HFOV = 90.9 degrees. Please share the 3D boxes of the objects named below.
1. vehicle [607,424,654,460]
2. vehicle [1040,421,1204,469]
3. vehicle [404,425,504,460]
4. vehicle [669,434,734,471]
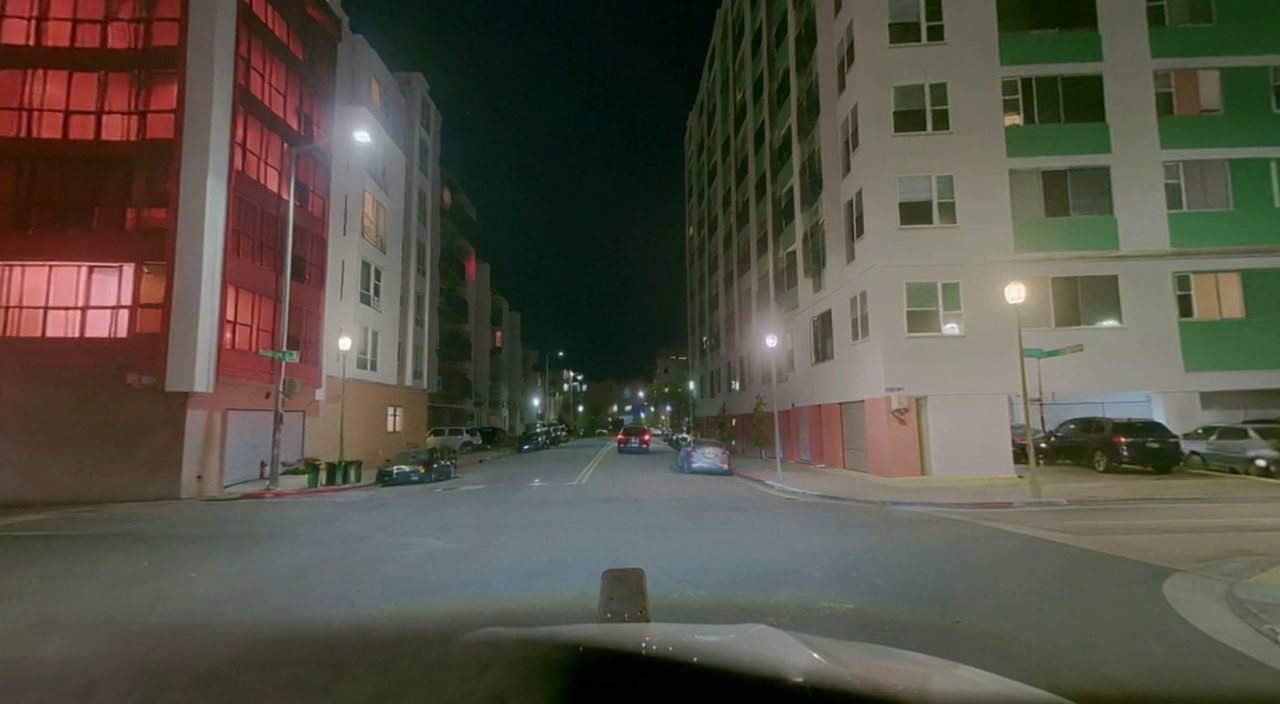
[{"bbox_3d":[-0.508,4.924,34.428,2.412,1.834,4.636,0,-8,-1],"label":"vehicle"},{"bbox_3d":[15.278,2.965,20.132,3.752,1.453,1.709,0,-9,2],"label":"vehicle"},{"bbox_3d":[-11.445,5.588,38.870,5.540,1.950,2.113,4,-12,-28],"label":"vehicle"},{"bbox_3d":[2.528,4.297,27.100,2.290,1.456,4.503,0,-9,-1],"label":"vehicle"}]
